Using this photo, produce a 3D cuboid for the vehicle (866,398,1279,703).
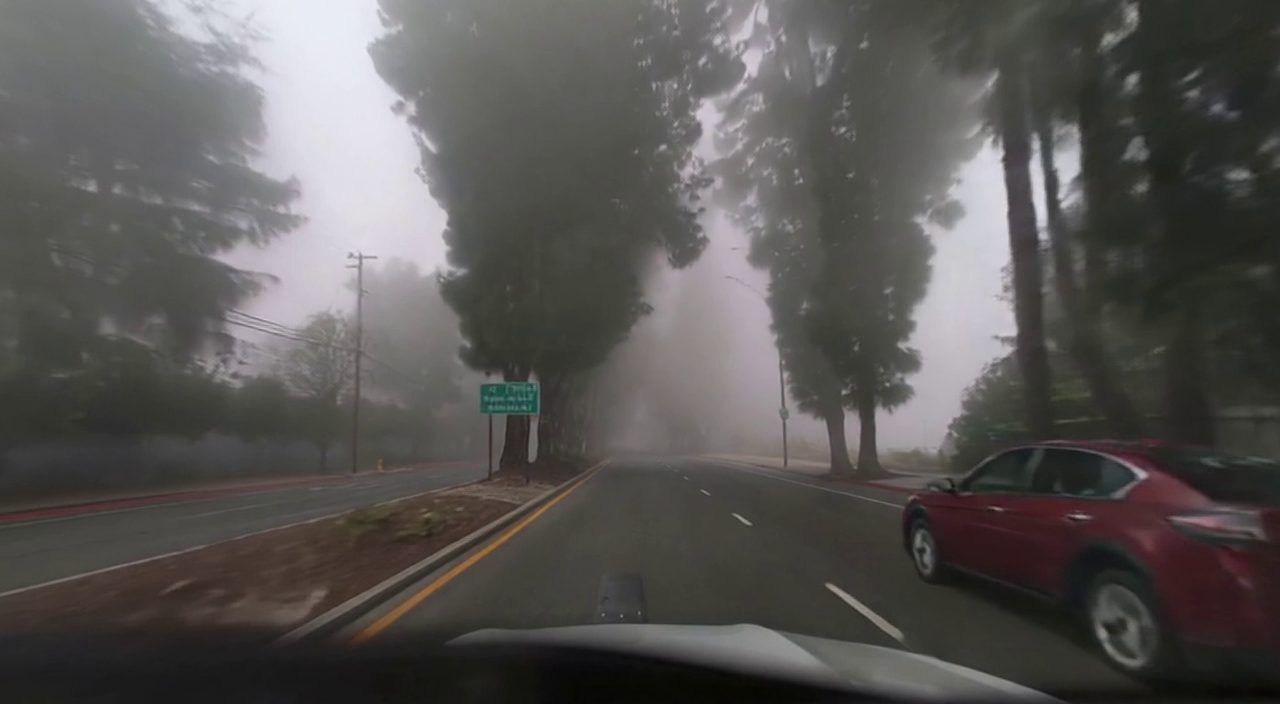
[{"bbox_3d":[3.475,1.268,4.671,1.985,1.529,4.316,0,-8,0],"label":"vehicle"}]
